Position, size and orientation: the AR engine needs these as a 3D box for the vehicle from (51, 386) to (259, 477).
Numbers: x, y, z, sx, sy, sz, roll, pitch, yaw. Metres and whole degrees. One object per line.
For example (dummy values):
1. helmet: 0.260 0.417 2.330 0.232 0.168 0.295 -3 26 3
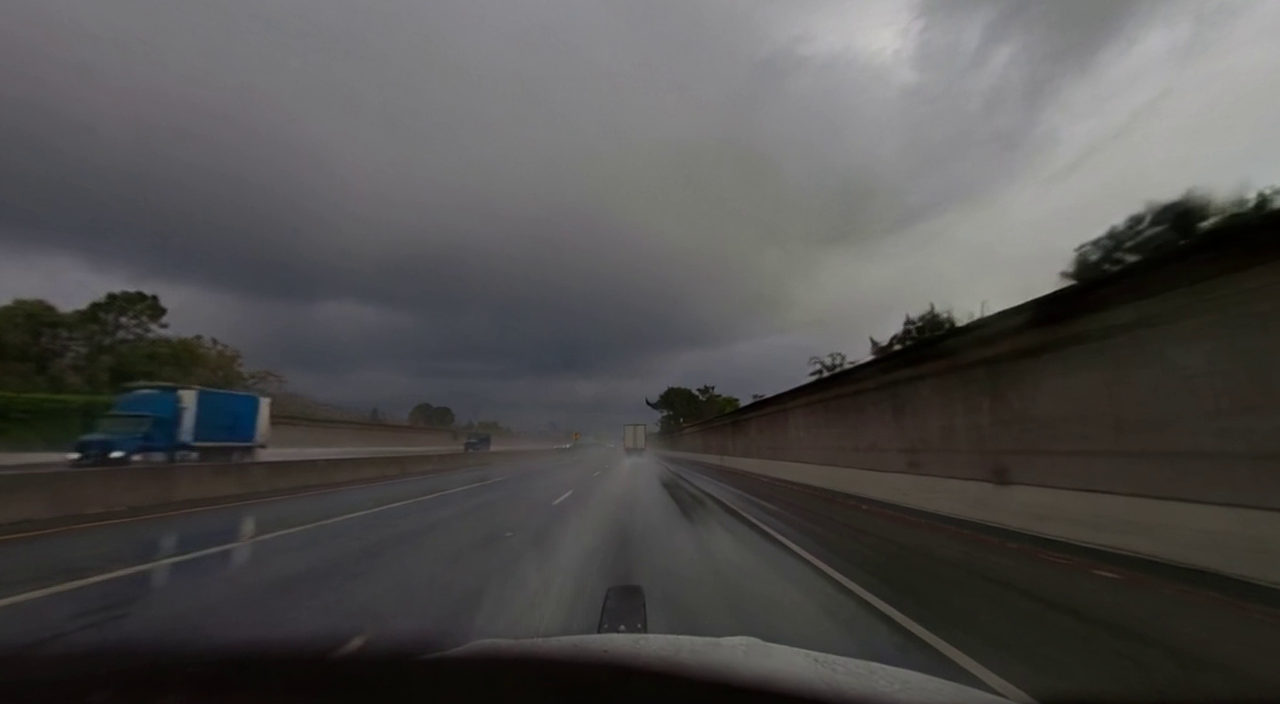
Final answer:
1. vehicle: -23.023 4.004 30.911 2.935 3.764 8.983 0 -9 0
